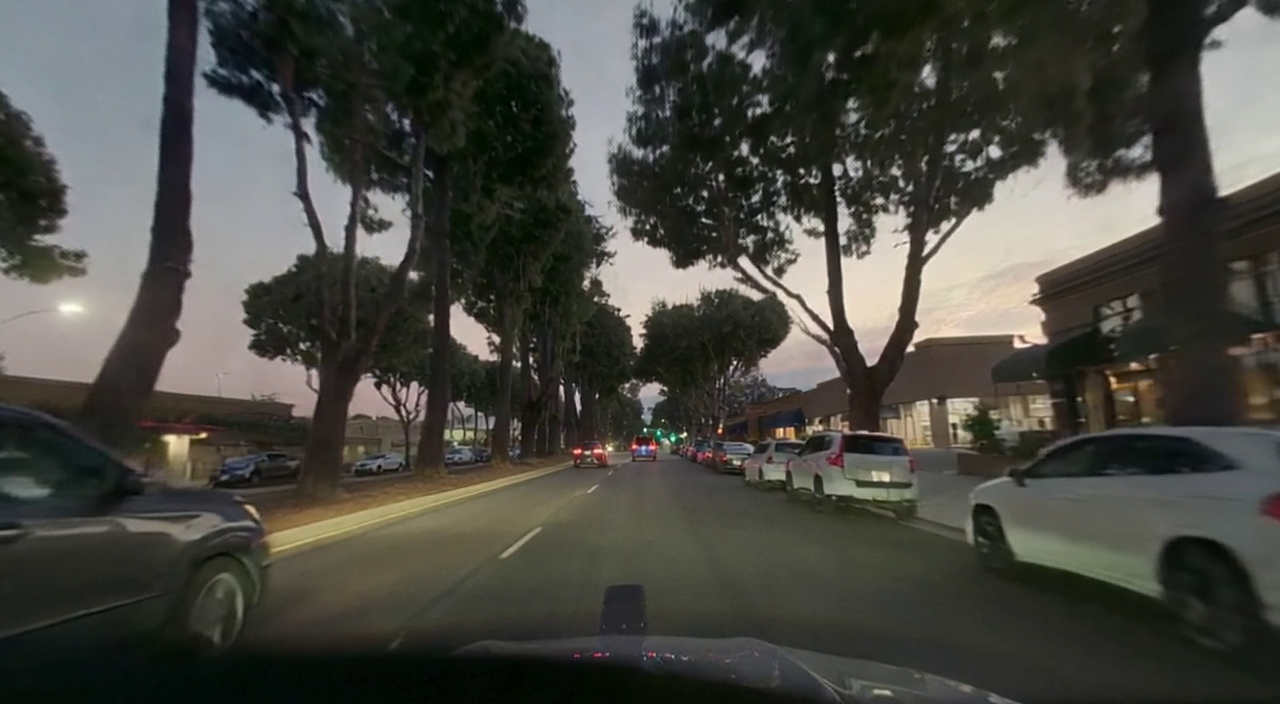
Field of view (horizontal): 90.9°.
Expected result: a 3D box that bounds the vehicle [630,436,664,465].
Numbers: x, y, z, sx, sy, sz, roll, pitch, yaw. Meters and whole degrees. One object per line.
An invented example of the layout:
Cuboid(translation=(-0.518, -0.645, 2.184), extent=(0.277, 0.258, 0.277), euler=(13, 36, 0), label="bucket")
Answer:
Cuboid(translation=(0.453, 6.430, 41.229), extent=(2.075, 1.770, 4.018), euler=(0, -8, 0), label="vehicle")

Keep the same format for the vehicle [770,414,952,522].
Cuboid(translation=(4.263, 2.340, 13.208), extent=(2.068, 1.809, 4.889), euler=(0, -8, 0), label="vehicle")

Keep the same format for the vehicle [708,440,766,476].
Cuboid(translation=(4.366, 4.843, 29.113), extent=(1.887, 1.517, 4.257), euler=(0, -8, -1), label="vehicle")

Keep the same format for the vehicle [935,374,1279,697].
Cuboid(translation=(4.379, 1.236, 5.081), extent=(1.900, 1.702, 4.358), euler=(0, -8, 1), label="vehicle")

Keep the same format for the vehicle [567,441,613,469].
Cuboid(translation=(-2.790, 5.866, 36.113), extent=(2.151, 1.484, 4.468), euler=(0, -8, 2), label="vehicle")

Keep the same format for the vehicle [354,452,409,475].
Cuboid(translation=(-18.647, 8.068, 45.661), extent=(1.888, 1.500, 4.622), euler=(-1, -8, 2), label="vehicle")

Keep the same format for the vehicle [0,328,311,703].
Cuboid(translation=(-3.397, 0.722, 1.870), extent=(2.186, 1.708, 4.746), euler=(0, -8, 1), label="vehicle")
